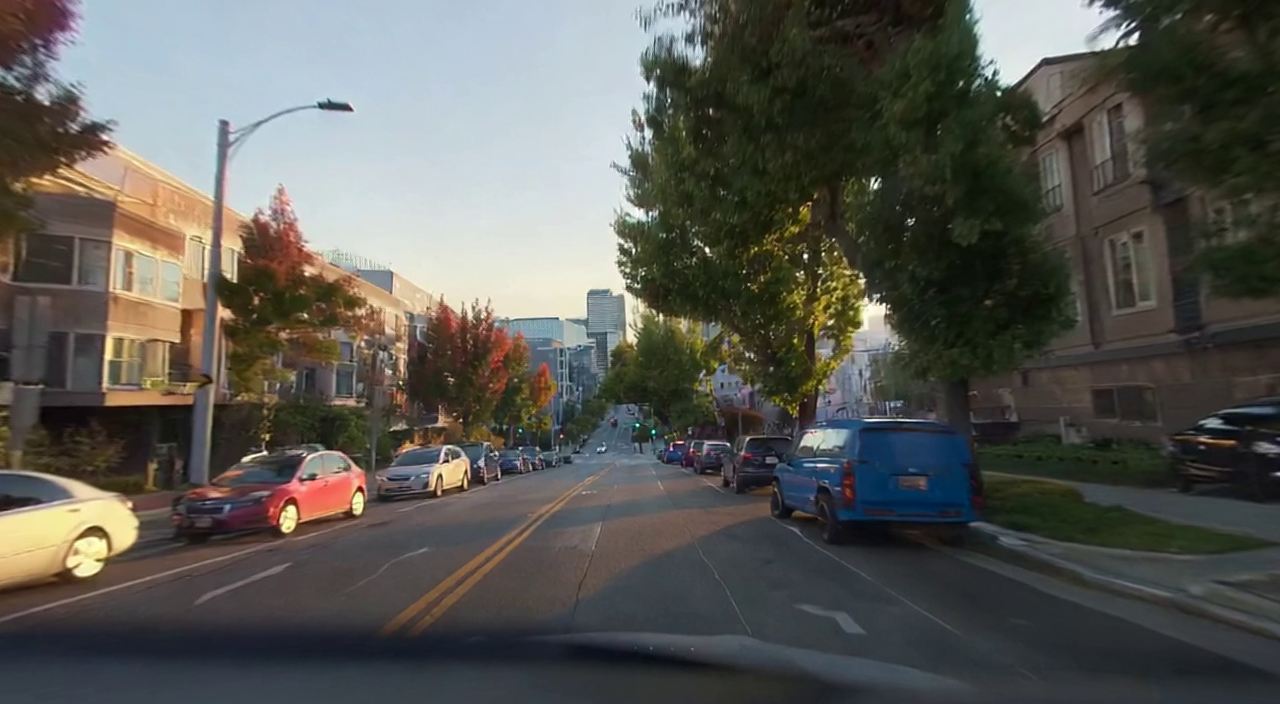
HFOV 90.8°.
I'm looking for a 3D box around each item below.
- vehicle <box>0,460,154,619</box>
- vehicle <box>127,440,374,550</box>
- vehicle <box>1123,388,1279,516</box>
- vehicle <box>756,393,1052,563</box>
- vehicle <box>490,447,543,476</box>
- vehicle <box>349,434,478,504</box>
[{"bbox_3d":[-6.799,1.680,5.369,1.822,1.411,4.389,0,-9,0],"label":"vehicle"},{"bbox_3d":[-6.841,2.501,11.766,1.938,1.654,4.130,0,-9,0],"label":"vehicle"},{"bbox_3d":[10.525,1.683,10.805,4.406,1.796,2.127,5,-10,-34],"label":"vehicle"},{"bbox_3d":[3.274,1.713,9.250,2.118,1.793,4.885,0,-9,-1],"label":"vehicle"},{"bbox_3d":[-6.737,5.991,34.855,1.913,1.479,4.714,-1,-9,1],"label":"vehicle"},{"bbox_3d":[-6.753,3.534,19.517,2.224,1.849,4.772,0,-9,0],"label":"vehicle"}]
